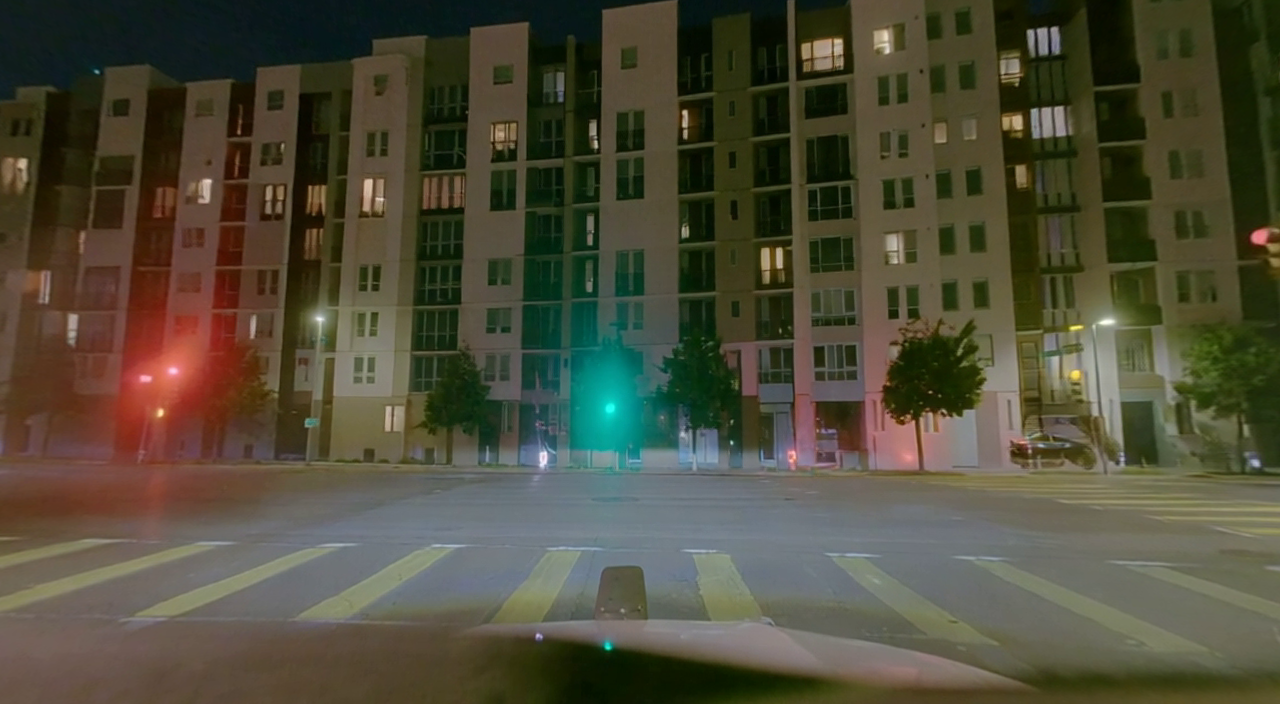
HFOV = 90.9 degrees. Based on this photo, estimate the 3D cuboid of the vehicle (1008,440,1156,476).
[{"bbox_3d":[18.585,4.464,26.692,4.823,1.458,1.914,0,-9,-1],"label":"vehicle"}]
